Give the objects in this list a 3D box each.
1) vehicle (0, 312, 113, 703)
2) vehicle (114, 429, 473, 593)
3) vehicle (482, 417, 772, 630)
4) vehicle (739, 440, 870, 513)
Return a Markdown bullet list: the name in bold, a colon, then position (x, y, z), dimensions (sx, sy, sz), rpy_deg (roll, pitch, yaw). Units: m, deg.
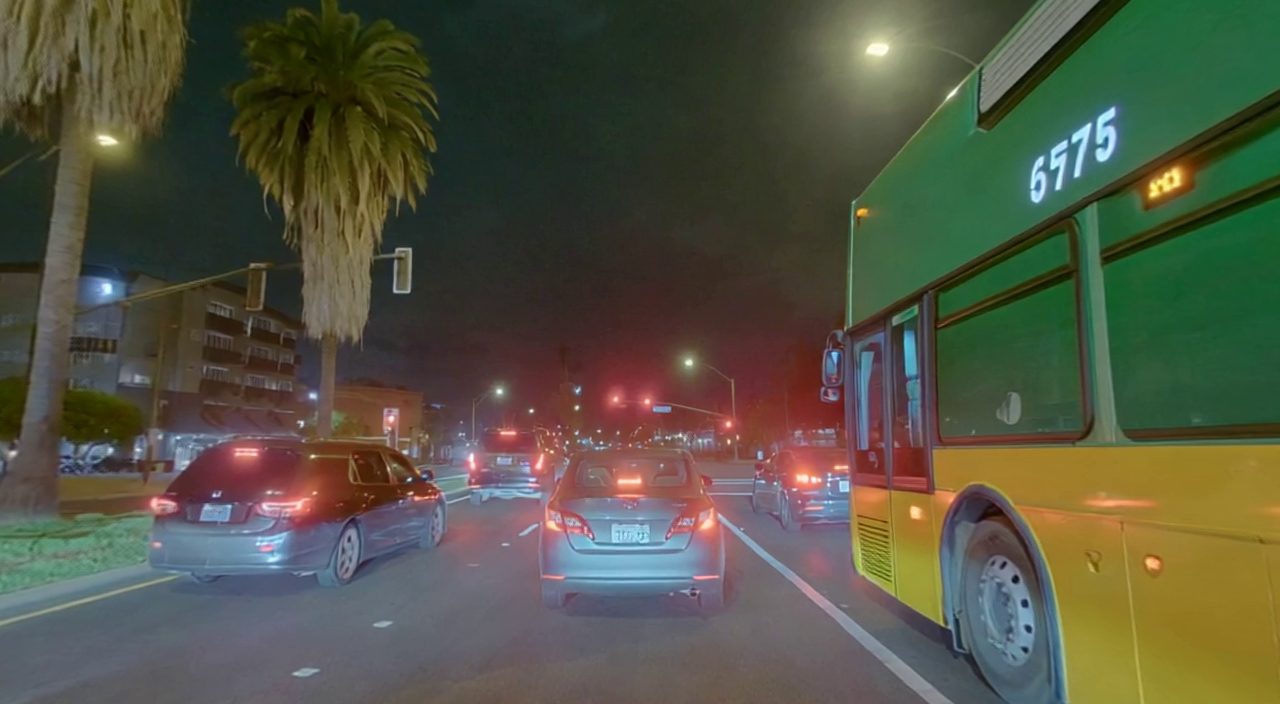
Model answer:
- **vehicle**: position (-3.566, 0.464, 0.340), dimensions (2.145, 1.824, 4.974), rpy_deg (0, -9, 2)
- **vehicle**: position (-3.613, 1.718, 7.697), dimensions (1.919, 1.415, 4.178), rpy_deg (0, -9, 1)
- **vehicle**: position (-0.101, 1.517, 6.493), dimensions (2.060, 1.499, 3.831), rpy_deg (0, -9, 0)
- **vehicle**: position (3.712, 2.879, 15.149), dimensions (1.989, 1.467, 4.364), rpy_deg (0, -9, 1)
